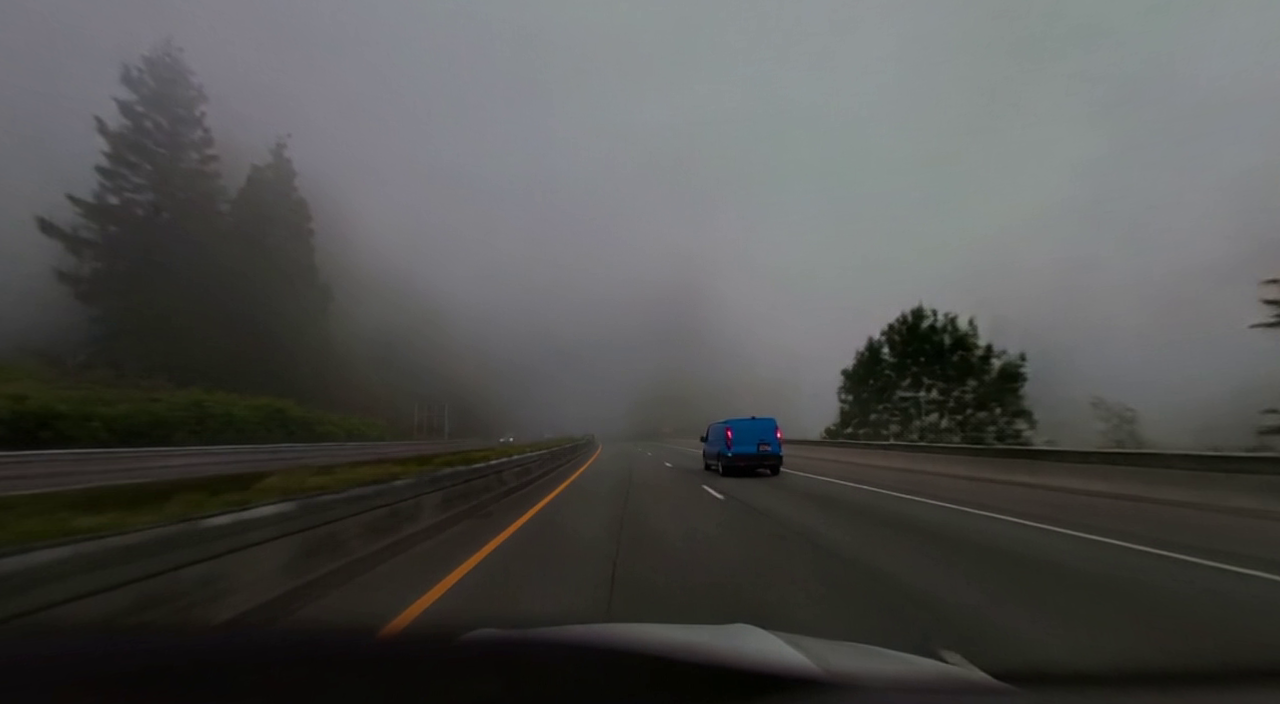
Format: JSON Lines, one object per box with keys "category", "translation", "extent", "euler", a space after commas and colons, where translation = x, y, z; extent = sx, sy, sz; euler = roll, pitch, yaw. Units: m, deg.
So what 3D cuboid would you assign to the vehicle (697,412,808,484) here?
{"category": "vehicle", "translation": [3.075, 2.754, 18.392], "extent": [2.240, 1.801, 4.545], "euler": [0, -8, -2]}
